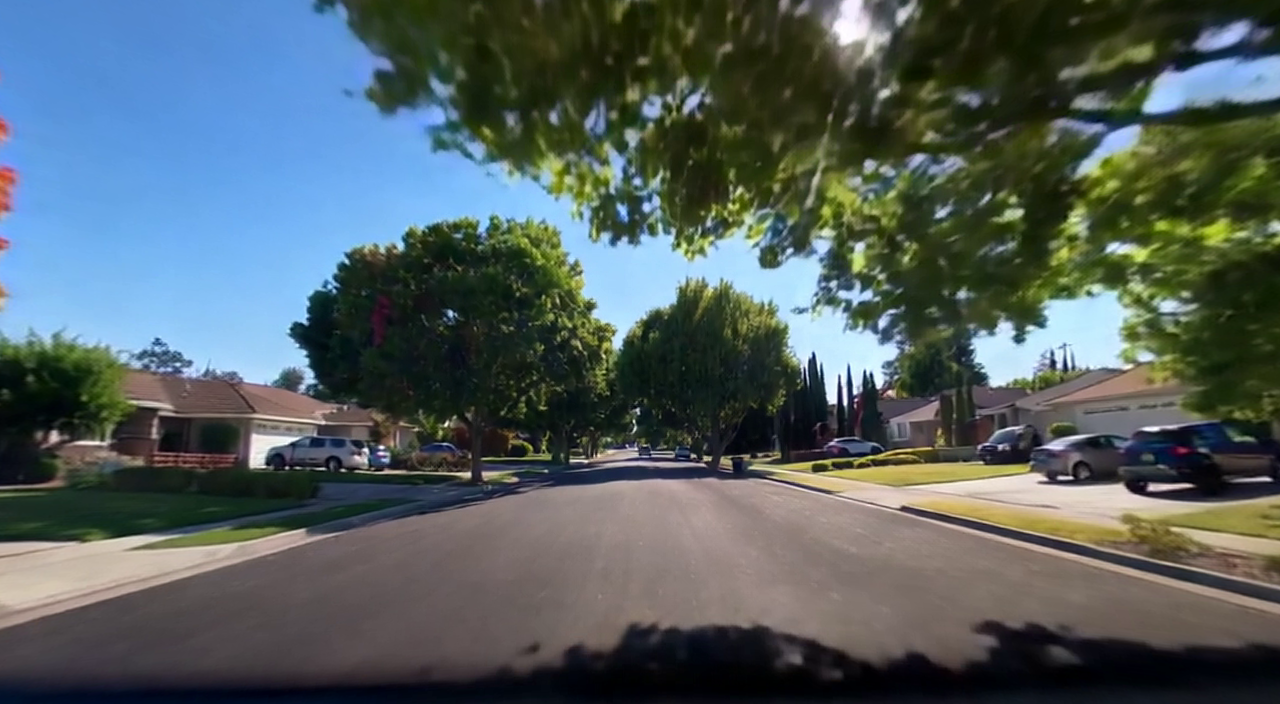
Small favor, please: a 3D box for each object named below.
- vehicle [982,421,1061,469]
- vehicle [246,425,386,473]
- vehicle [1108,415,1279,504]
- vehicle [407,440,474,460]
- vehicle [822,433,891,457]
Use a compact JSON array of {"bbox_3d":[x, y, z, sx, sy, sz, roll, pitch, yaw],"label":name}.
[{"bbox_3d":[16.532,4.086,27.554,2.288,1.880,4.939,-4,-9,24],"label":"vehicle"},{"bbox_3d":[-15.069,4.512,29.624,2.575,2.031,5.155,-5,-9,29],"label":"vehicle"},{"bbox_3d":[13.281,2.397,14.380,4.708,1.727,2.076,4,-9,-26],"label":"vehicle"},{"bbox_3d":[-14.900,7.355,47.203,4.351,1.474,2.015,0,-9,-1],"label":"vehicle"},{"bbox_3d":[16.134,6.906,46.974,4.468,1.728,2.135,2,-8,-20],"label":"vehicle"}]
